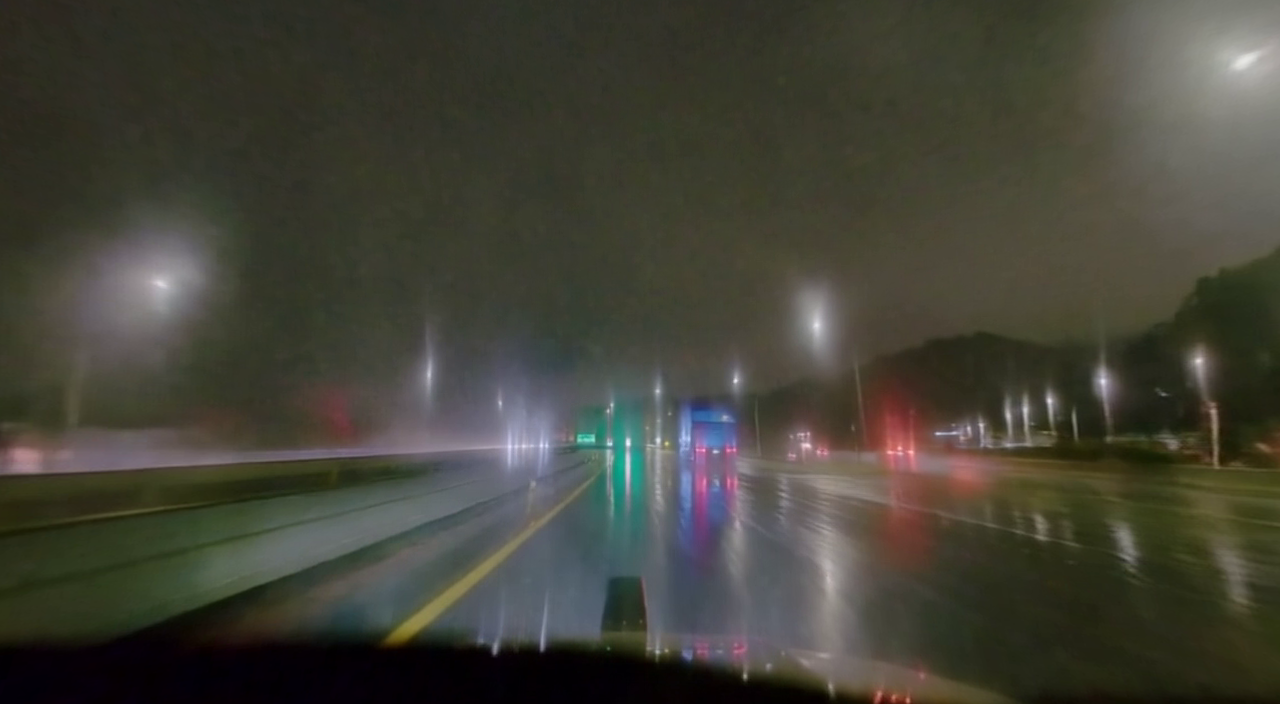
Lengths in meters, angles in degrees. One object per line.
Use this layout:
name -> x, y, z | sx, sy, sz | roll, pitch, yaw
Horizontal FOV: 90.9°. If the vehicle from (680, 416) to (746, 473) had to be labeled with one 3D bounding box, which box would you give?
vehicle -> 3.471, 4.604, 31.368 | 2.430, 2.495, 6.062 | 0, -8, -1
